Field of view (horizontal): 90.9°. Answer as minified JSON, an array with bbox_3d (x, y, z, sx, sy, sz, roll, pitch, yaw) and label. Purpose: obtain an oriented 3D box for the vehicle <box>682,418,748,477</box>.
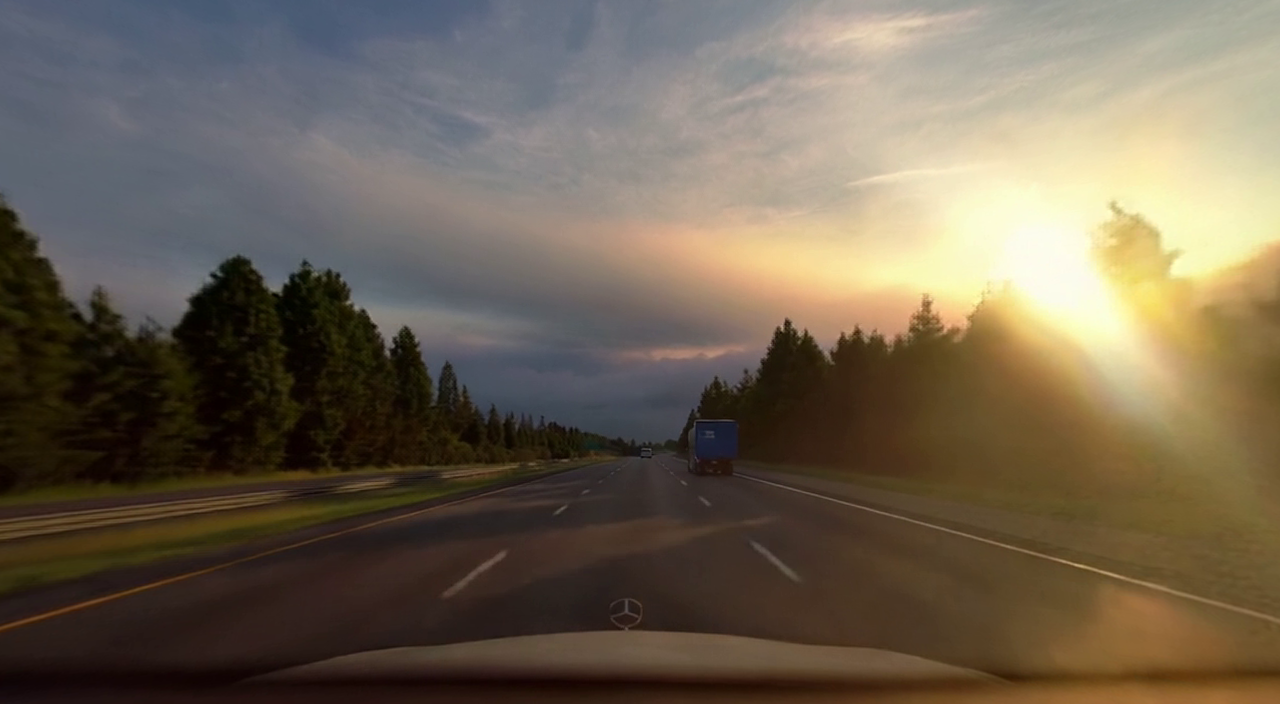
[{"bbox_3d":[3.761,5.010,32.983,2.572,2.795,5.978,0,-9,-1],"label":"vehicle"}]
